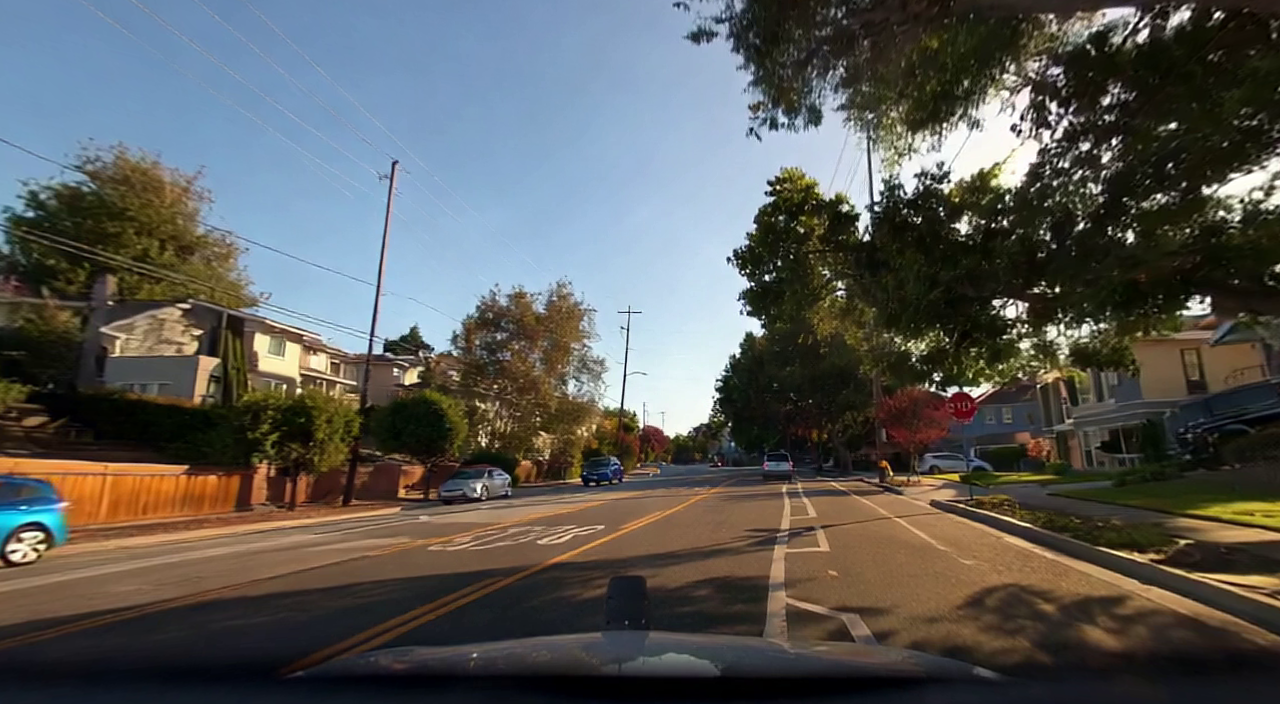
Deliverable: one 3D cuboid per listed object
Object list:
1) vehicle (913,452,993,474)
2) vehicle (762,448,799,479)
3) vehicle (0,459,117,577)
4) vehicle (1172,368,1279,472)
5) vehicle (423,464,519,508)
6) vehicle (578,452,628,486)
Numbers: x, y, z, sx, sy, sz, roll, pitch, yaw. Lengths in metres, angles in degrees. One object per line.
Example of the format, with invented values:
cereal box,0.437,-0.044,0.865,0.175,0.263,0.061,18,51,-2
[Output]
vehicle,22.221,7.886,44.895,4.648,1.511,1.919,-2,-9,11
vehicle,9.321,7.319,41.733,2.284,1.741,4.702,0,-7,13
vehicle,-10.524,2.388,8.788,1.966,1.665,4.549,-2,-9,14
vehicle,17.313,1.859,16.991,1.926,2.031,5.177,0,-18,9
vehicle,-6.721,5.381,25.671,1.965,1.455,4.472,-2,-9,11
vehicle,-2.429,7.819,42.452,1.998,2.047,5.167,-2,-9,12
